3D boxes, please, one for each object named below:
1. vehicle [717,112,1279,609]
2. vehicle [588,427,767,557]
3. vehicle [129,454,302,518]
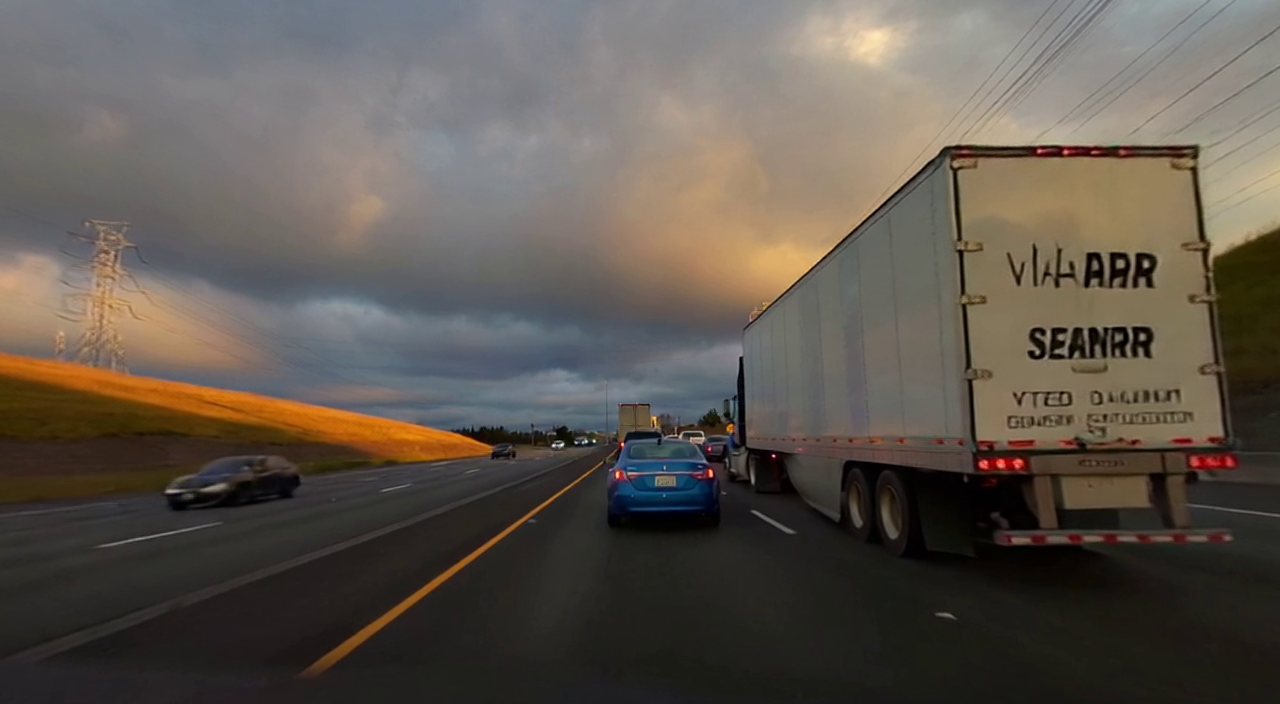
[{"bbox_3d":[4.198,0.944,12.220,3.138,4.065,14.276,0,-8,-2],"label":"vehicle"},{"bbox_3d":[0.358,1.855,9.058,2.045,1.446,3.597,0,-8,-2],"label":"vehicle"},{"bbox_3d":[-11.786,3.703,17.938,1.868,1.468,4.446,-1,-8,0],"label":"vehicle"}]
